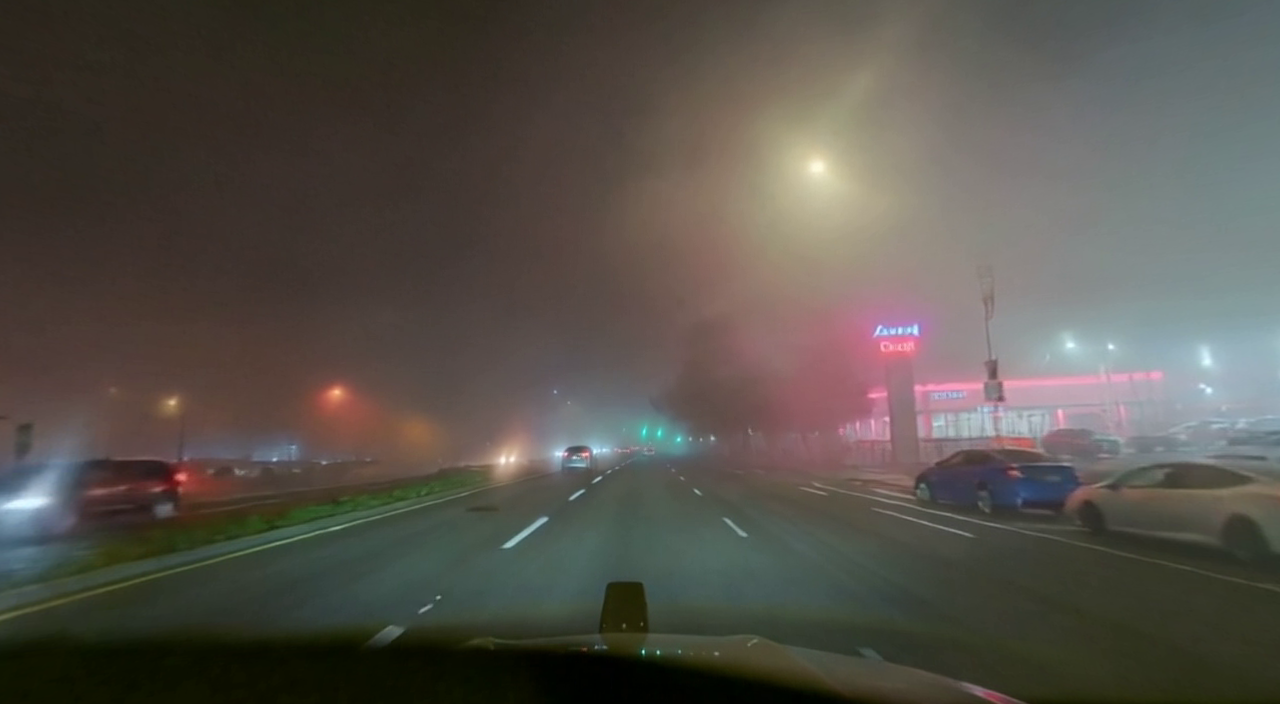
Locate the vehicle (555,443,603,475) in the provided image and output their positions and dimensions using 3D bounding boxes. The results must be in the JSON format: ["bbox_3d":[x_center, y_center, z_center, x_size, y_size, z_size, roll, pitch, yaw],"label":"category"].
[{"bbox_3d":[-2.860,5.139,30.514,1.926,1.442,4.231,0,-8,0],"label":"vehicle"}]

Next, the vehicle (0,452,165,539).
[{"bbox_3d":[-12.303,2.848,13.052,1.797,1.510,3.919,0,-8,1],"label":"vehicle"}]

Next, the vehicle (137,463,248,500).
[{"bbox_3d":[-22.075,6.397,31.368,1.955,1.447,4.911,-2,-8,0],"label":"vehicle"}]

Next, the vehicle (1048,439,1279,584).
[{"bbox_3d":[7.227,1.762,7.559,1.799,1.399,4.317,-1,-8,1],"label":"vehicle"}]

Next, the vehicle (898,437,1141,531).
[{"bbox_3d":[7.033,2.462,12.428,1.953,1.479,4.524,0,-8,0],"label":"vehicle"}]
